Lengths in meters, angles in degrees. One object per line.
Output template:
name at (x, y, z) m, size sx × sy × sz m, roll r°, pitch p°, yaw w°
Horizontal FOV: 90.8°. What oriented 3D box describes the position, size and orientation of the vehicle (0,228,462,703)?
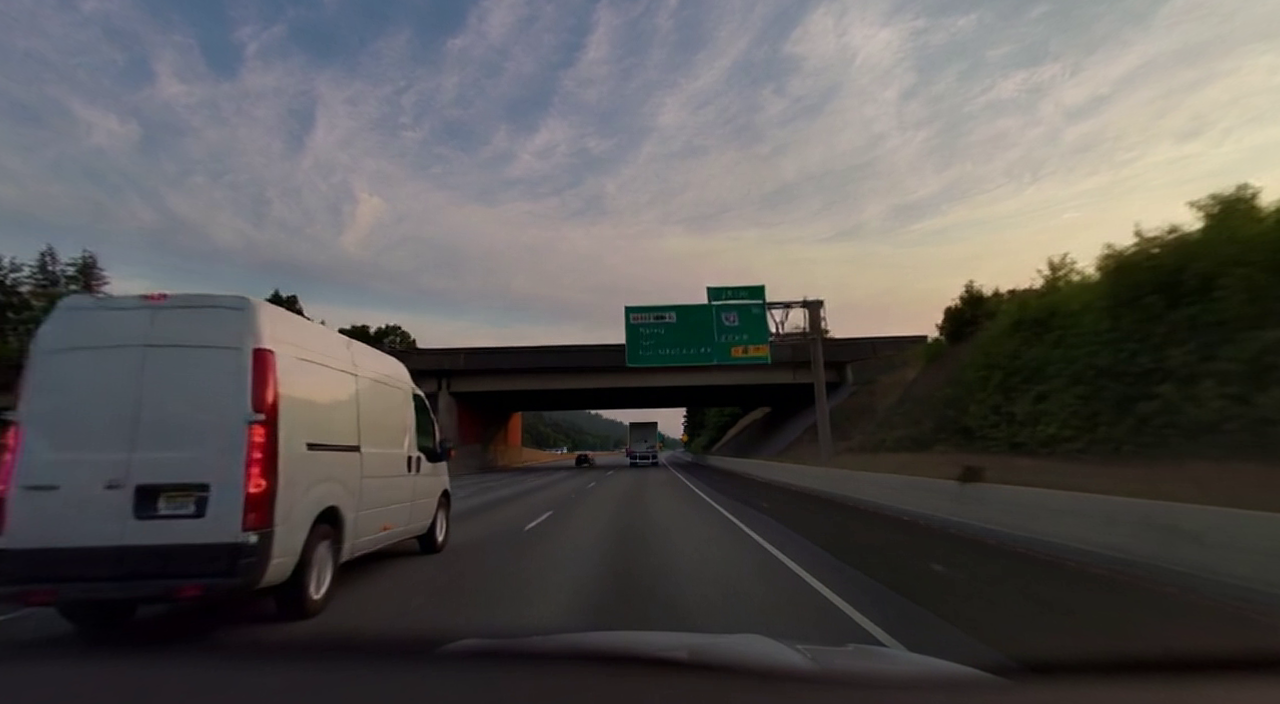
vehicle at (-3.911, 1.078, 6.339) m, size 2.504 × 2.694 × 5.934 m, roll 0°, pitch -9°, yaw 0°
